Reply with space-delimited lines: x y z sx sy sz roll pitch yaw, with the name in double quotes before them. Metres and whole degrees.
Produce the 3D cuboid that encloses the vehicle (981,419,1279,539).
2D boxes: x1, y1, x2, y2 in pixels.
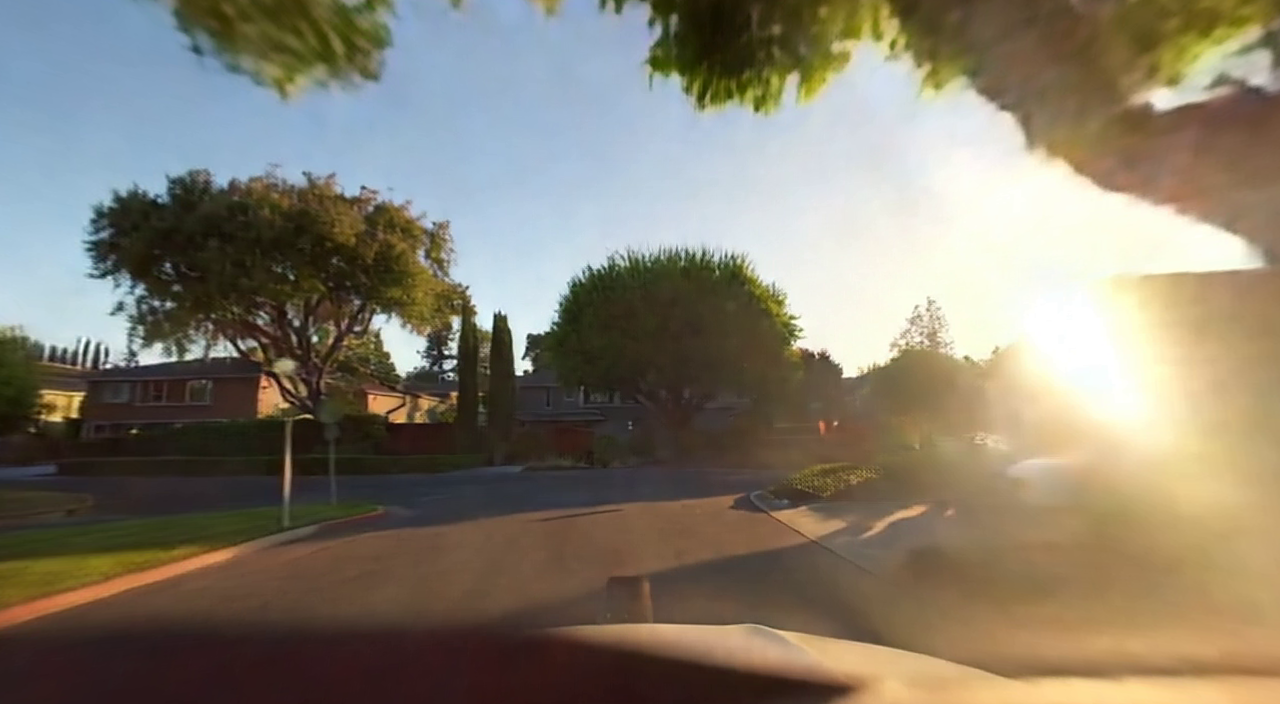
"vehicle" 8.987 2.137 10.983 4.801 1.788 2.073 -3 -7 6
